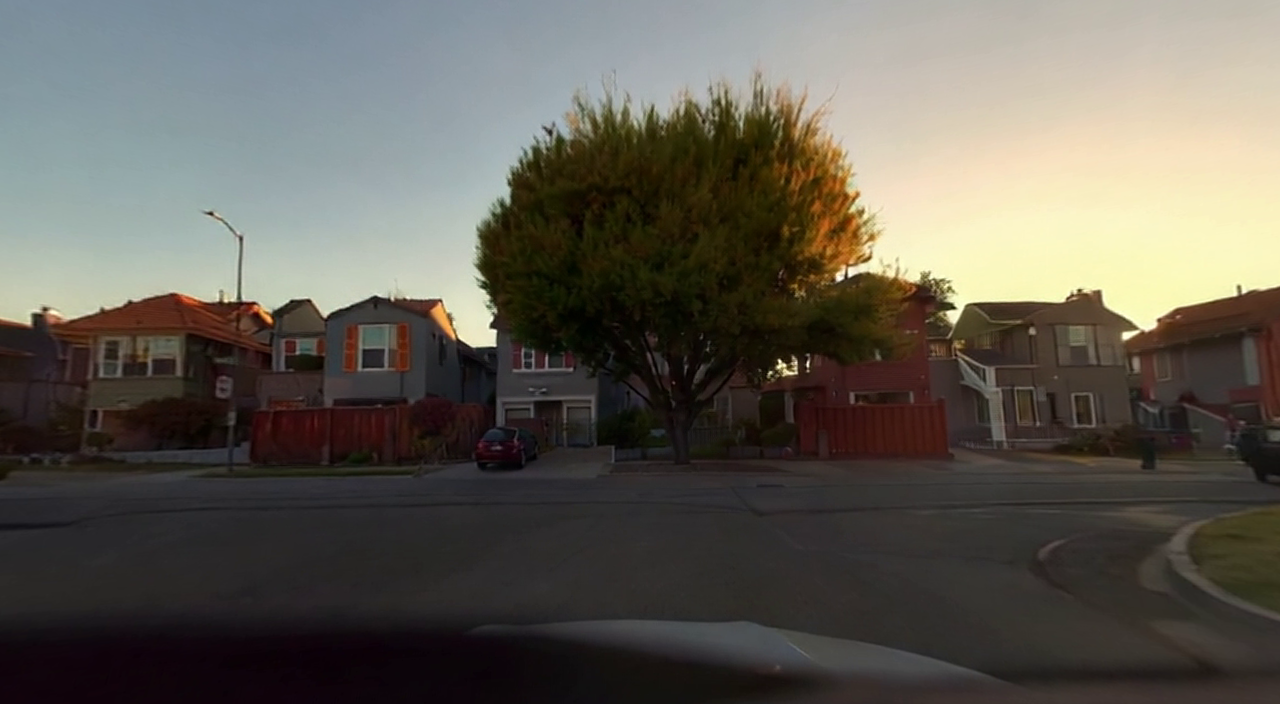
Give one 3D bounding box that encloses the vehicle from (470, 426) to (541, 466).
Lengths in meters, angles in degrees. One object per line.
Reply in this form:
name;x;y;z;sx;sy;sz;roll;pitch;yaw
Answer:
vehicle;-5.419;3.876;26.006;1.968;1.491;4.486;0;-8;0
